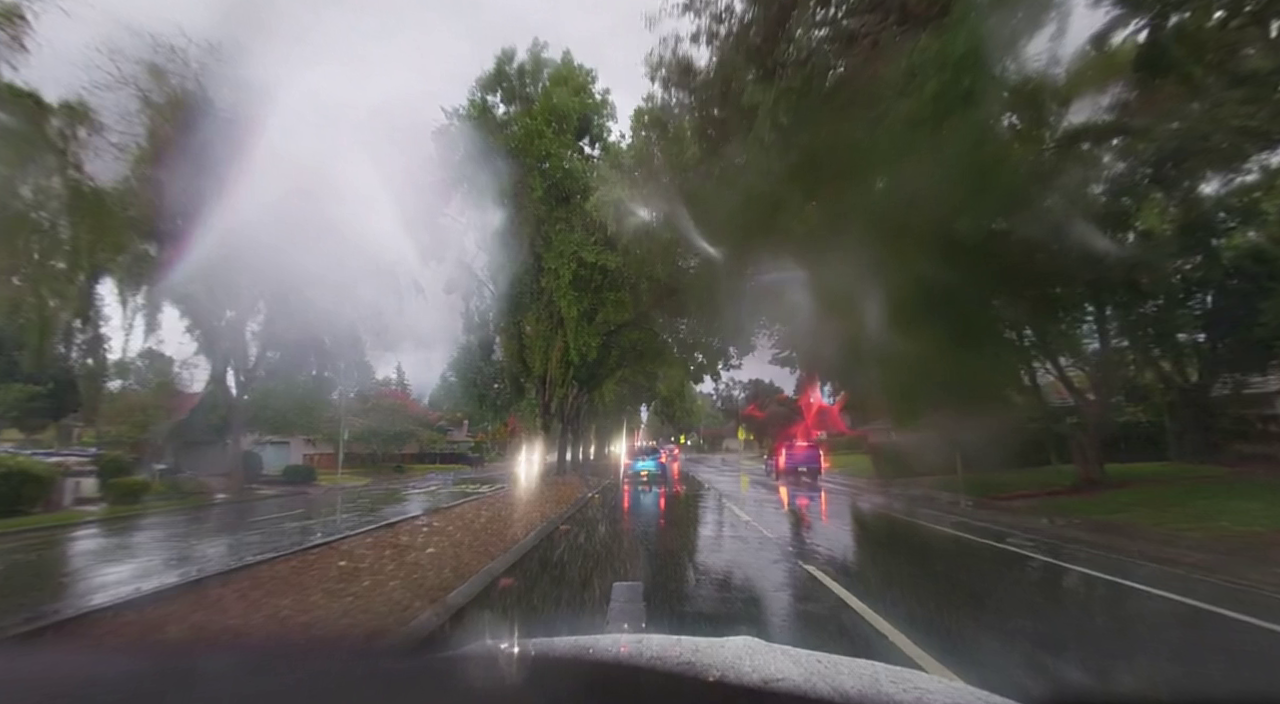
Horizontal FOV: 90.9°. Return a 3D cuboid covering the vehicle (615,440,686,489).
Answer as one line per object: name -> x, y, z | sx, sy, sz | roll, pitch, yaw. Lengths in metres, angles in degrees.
vehicle -> 0.326, 3.821, 21.854 | 2.158, 1.469, 4.909 | 0, -9, 0

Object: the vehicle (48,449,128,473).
vehicle -> -39.054, 7.687, 44.699 | 1.858, 1.621, 3.767 | -2, -9, 12
